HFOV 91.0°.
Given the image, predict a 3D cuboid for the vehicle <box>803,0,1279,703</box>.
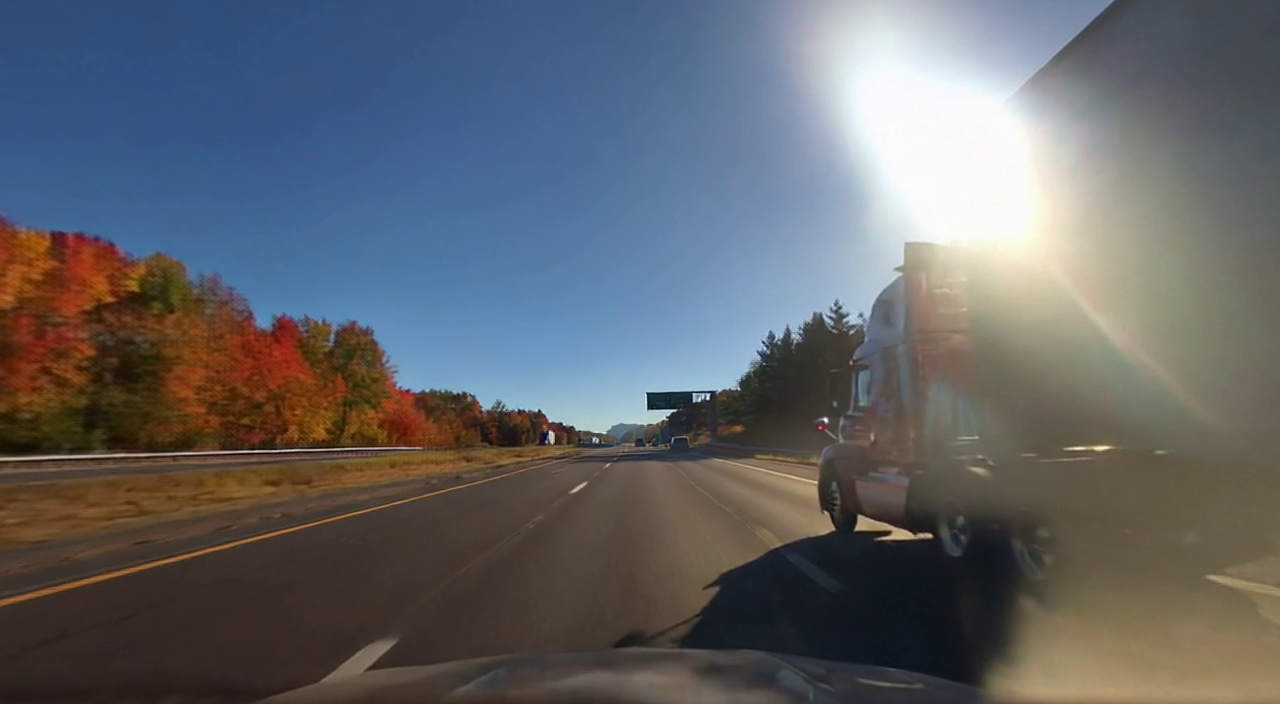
[{"bbox_3d":[3.845,-0.044,4.620,3.040,4.038,8.179,0,-8,0],"label":"vehicle"}]
